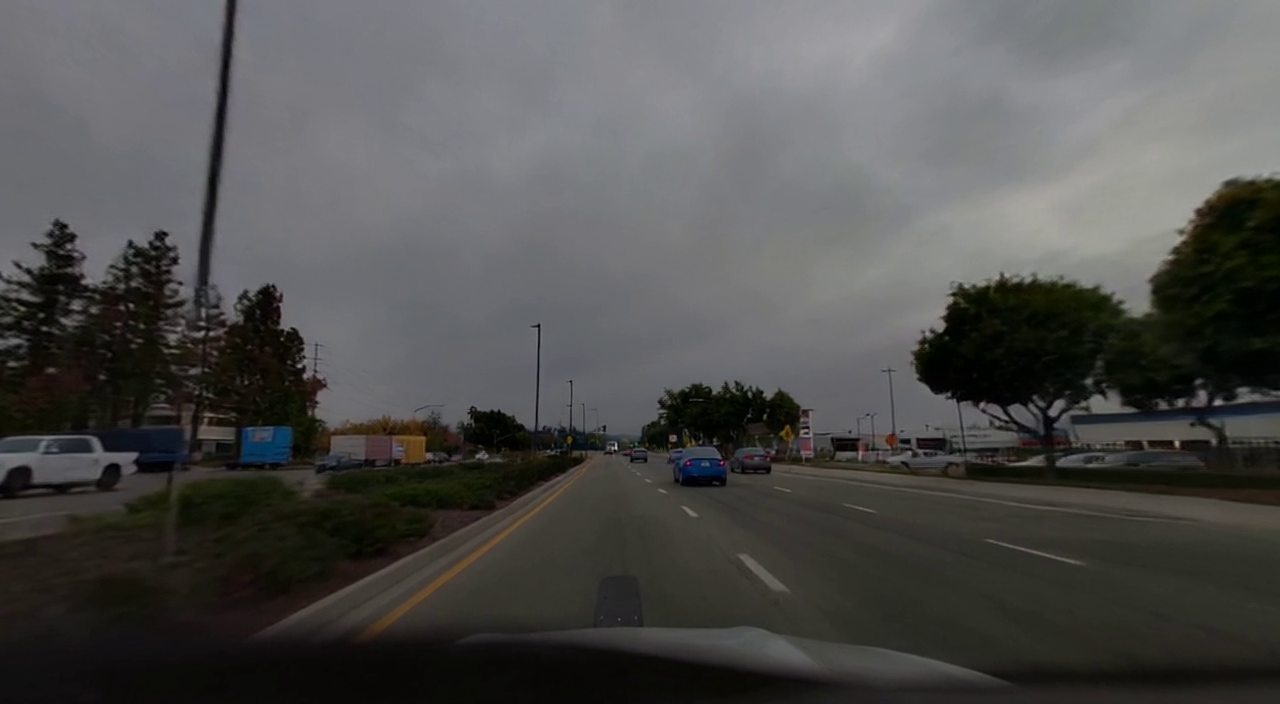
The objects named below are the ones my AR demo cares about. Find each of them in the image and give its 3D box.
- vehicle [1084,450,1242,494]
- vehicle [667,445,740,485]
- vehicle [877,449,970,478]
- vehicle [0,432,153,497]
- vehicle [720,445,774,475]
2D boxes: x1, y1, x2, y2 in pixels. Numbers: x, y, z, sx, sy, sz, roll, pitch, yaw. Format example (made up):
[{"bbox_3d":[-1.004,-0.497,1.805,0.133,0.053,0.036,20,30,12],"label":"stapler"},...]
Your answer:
[{"bbox_3d":[19.331,4.379,23.317,4.646,1.479,2.070,2,-9,-15],"label":"vehicle"},{"bbox_3d":[2.459,4.532,25.558,2.256,1.451,4.313,0,-9,-4],"label":"vehicle"},{"bbox_3d":[15.924,6.238,35.360,4.486,1.532,1.939,3,-9,-16],"label":"vehicle"},{"bbox_3d":[-21.904,4.068,23.055,2.593,2.075,6.841,0,-9,1],"label":"vehicle"},{"bbox_3d":[5.752,5.868,34.375,1.886,1.528,4.169,1,-9,-5],"label":"vehicle"}]
